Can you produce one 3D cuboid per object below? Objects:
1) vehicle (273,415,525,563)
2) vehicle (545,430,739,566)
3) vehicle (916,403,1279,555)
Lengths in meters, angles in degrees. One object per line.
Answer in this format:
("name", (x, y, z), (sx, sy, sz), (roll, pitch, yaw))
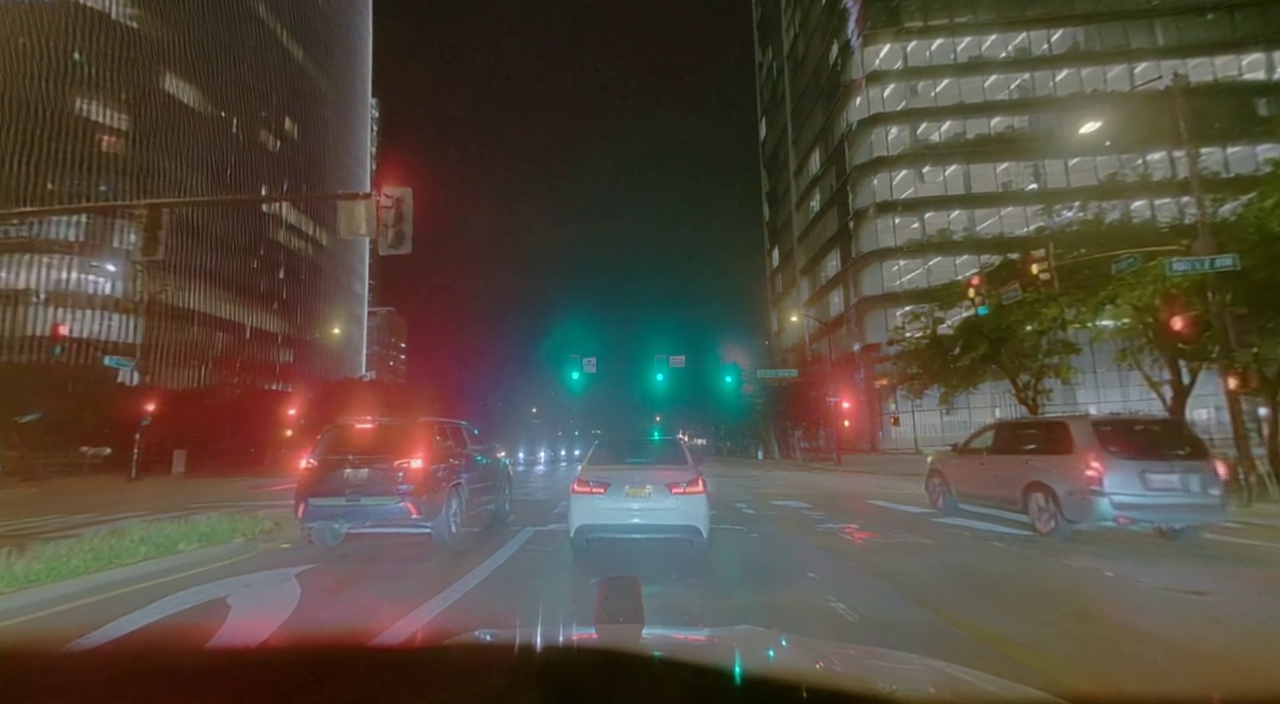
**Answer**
("vehicle", (-3.220, 1.928, 9.657), (2.081, 1.719, 4.434), (0, -8, 0))
("vehicle", (0.031, 1.943, 9.154), (2.190, 1.522, 3.850), (0, -8, 0))
("vehicle", (6.766, 1.929, 10.354), (2.079, 1.828, 5.323), (0, -8, 0))
